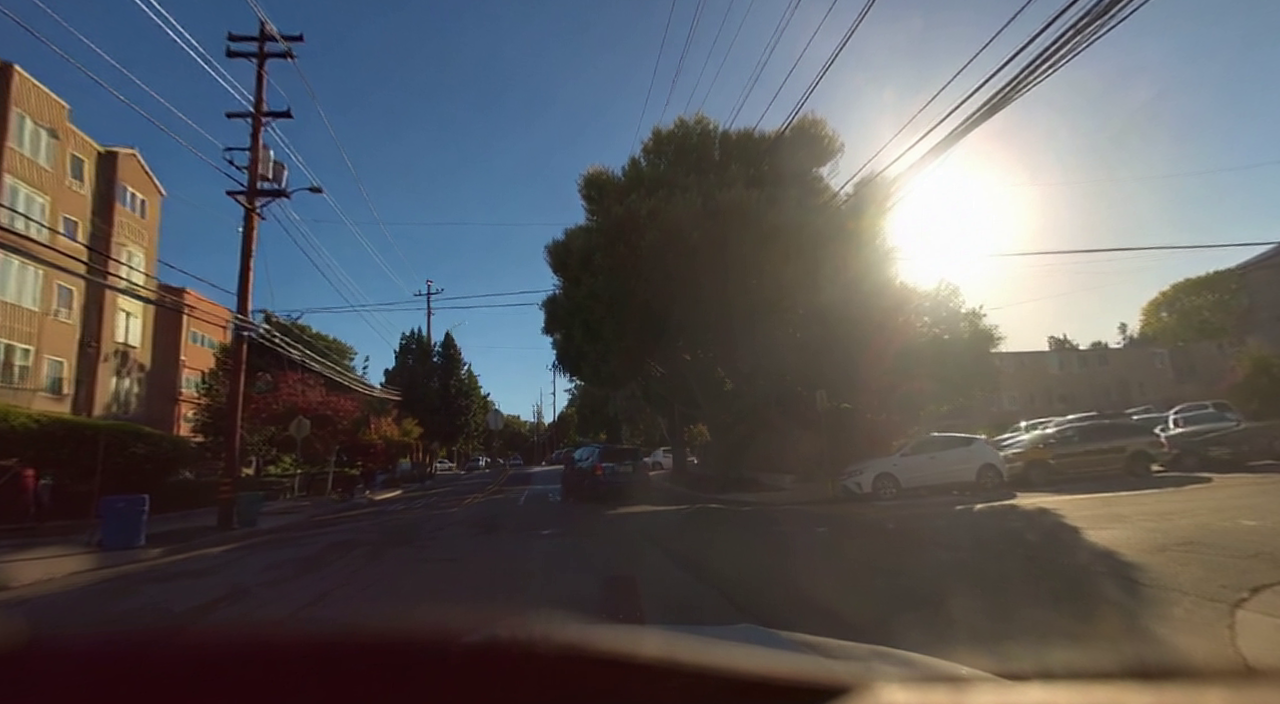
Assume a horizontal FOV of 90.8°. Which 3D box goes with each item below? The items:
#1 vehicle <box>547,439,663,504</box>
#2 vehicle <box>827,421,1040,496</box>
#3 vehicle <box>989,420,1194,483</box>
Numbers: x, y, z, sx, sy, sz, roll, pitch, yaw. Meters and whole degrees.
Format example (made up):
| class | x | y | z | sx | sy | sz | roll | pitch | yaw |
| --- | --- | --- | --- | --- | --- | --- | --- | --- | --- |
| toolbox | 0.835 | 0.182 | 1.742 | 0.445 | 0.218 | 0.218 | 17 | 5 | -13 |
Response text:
| class | x | y | z | sx | sy | sz | roll | pitch | yaw |
| --- | --- | --- | --- | --- | --- | --- | --- | --- | --- |
| vehicle | -1.309 | 3.864 | 20.952 | 2.155 | 1.872 | 4.790 | 4 | -10 | -26 |
| vehicle | 7.953 | 2.943 | 17.356 | 4.877 | 1.755 | 1.918 | 0 | -12 | -10 |
| vehicle | 13.060 | 2.889 | 18.389 | 4.830 | 1.490 | 1.878 | -1 | -10 | -11 |
